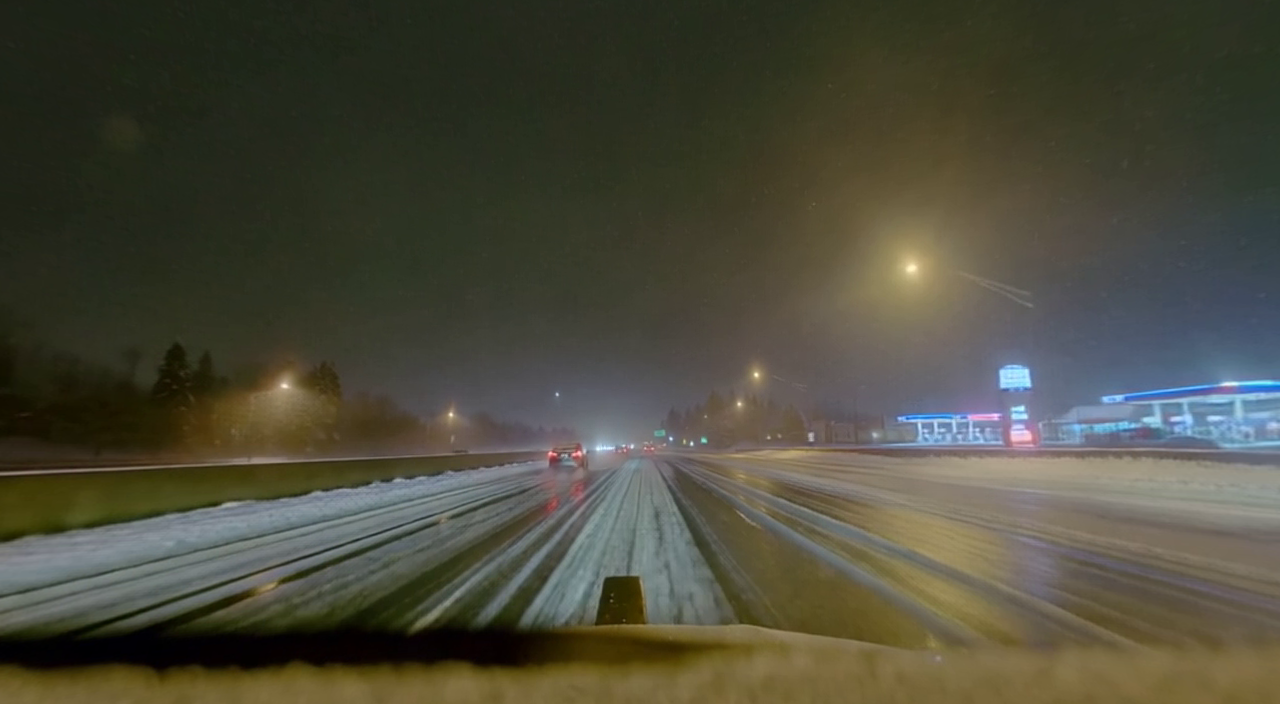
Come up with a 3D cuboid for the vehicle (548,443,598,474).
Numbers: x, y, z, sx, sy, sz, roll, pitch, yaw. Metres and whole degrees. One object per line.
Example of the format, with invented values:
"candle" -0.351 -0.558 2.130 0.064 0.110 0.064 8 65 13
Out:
"vehicle" -3.386 5.498 32.752 2.114 1.510 4.186 -1 -9 1
